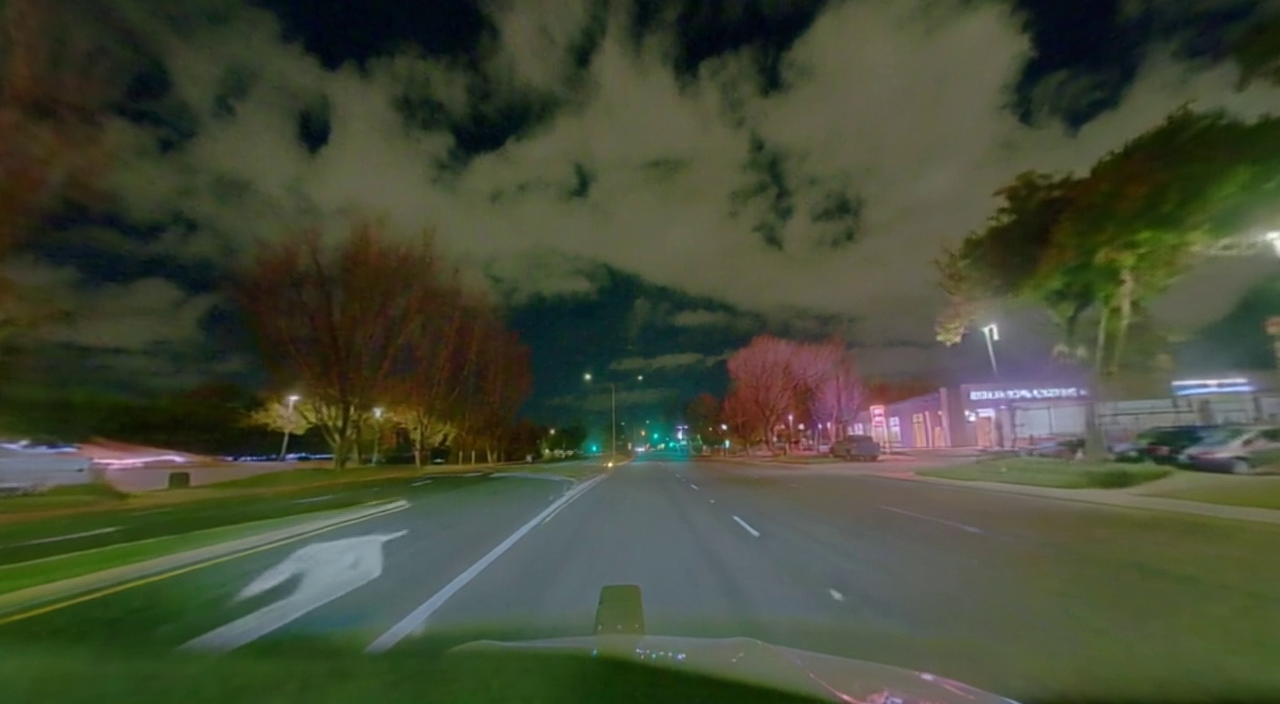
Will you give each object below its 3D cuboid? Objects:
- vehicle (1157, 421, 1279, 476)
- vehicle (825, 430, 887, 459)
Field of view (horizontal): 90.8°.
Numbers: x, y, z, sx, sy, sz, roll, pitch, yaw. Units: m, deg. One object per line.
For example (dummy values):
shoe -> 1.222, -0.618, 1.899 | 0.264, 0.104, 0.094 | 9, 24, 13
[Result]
vehicle -> 19.870, 3.128, 20.525 | 4.145, 1.675, 2.206 | 0, -9, -1
vehicle -> 15.088, 6.507, 44.468 | 2.195, 1.926, 5.466 | 0, -9, -3
